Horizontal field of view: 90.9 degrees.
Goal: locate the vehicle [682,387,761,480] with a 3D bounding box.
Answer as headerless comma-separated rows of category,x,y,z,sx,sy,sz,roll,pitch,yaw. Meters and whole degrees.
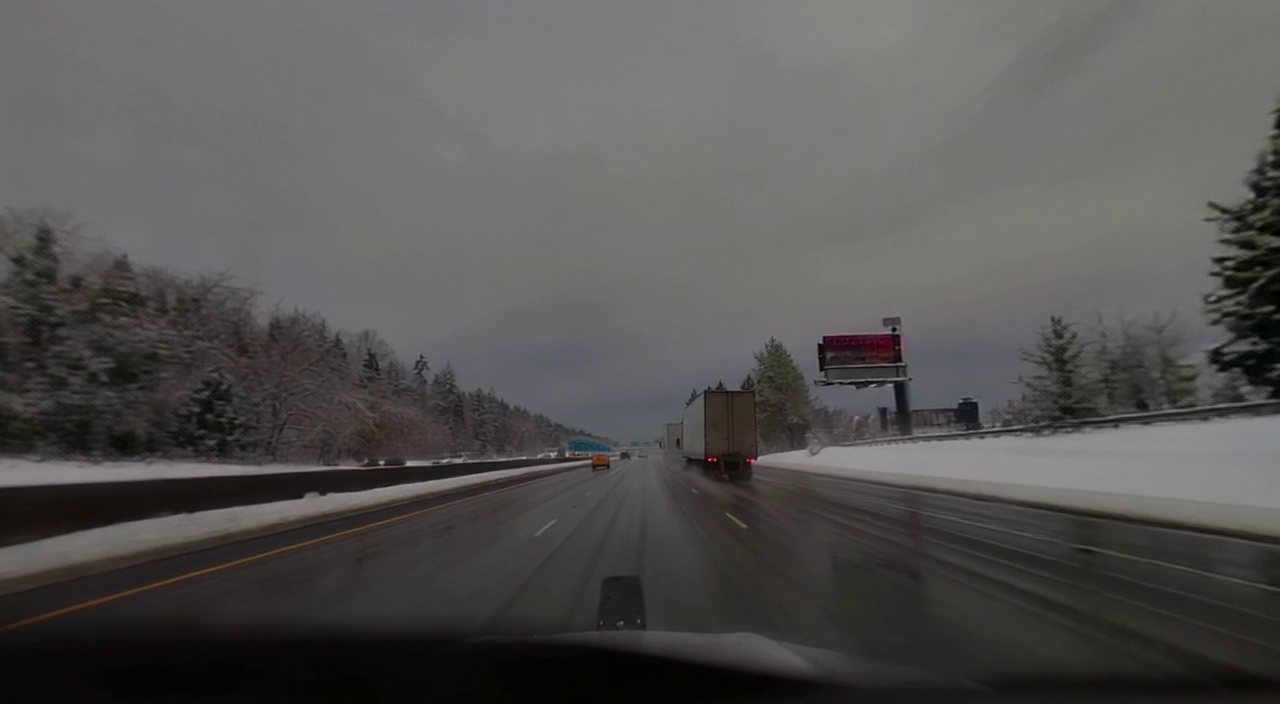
vehicle,4.268,4.846,36.367,2.826,4.269,14.176,0,-9,1
